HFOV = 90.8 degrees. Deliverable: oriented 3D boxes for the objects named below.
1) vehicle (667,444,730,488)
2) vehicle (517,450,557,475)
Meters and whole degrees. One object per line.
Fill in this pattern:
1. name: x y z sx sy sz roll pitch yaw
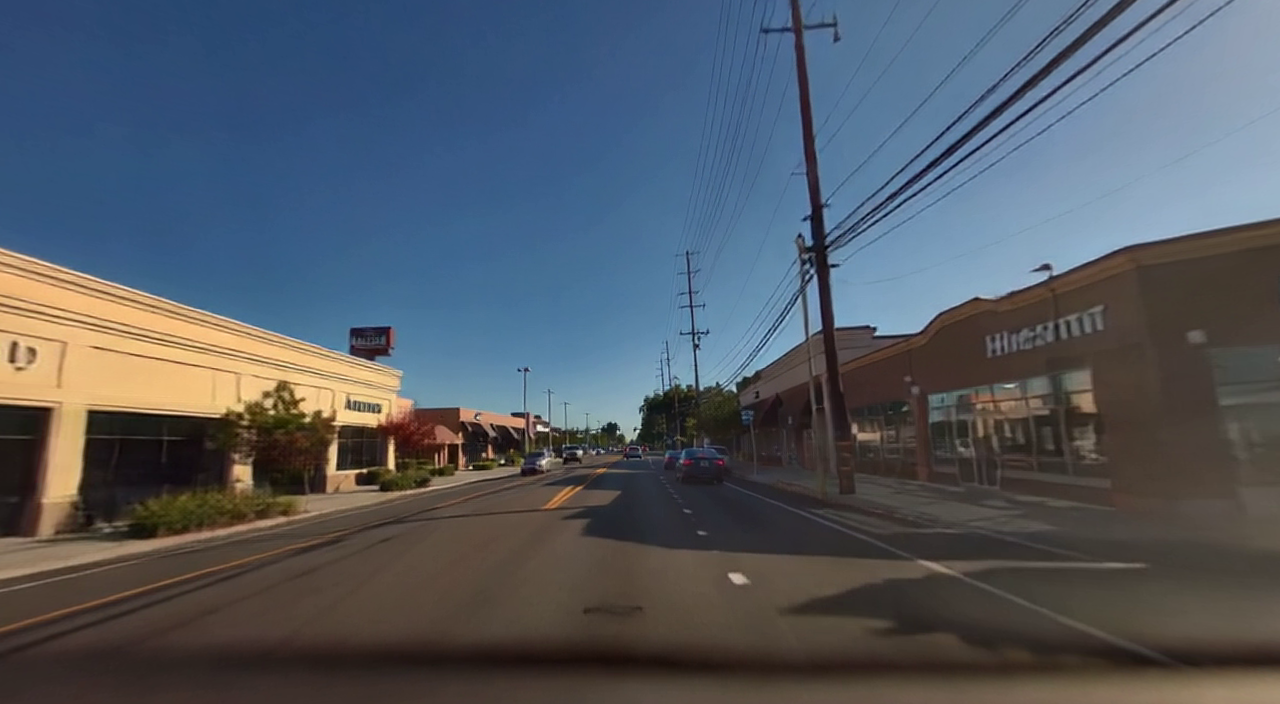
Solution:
1. vehicle: 2.149 4.316 24.214 1.975 1.497 3.647 0 -9 -2
2. vehicle: -6.531 7.029 40.530 1.868 1.466 4.397 0 -9 0
